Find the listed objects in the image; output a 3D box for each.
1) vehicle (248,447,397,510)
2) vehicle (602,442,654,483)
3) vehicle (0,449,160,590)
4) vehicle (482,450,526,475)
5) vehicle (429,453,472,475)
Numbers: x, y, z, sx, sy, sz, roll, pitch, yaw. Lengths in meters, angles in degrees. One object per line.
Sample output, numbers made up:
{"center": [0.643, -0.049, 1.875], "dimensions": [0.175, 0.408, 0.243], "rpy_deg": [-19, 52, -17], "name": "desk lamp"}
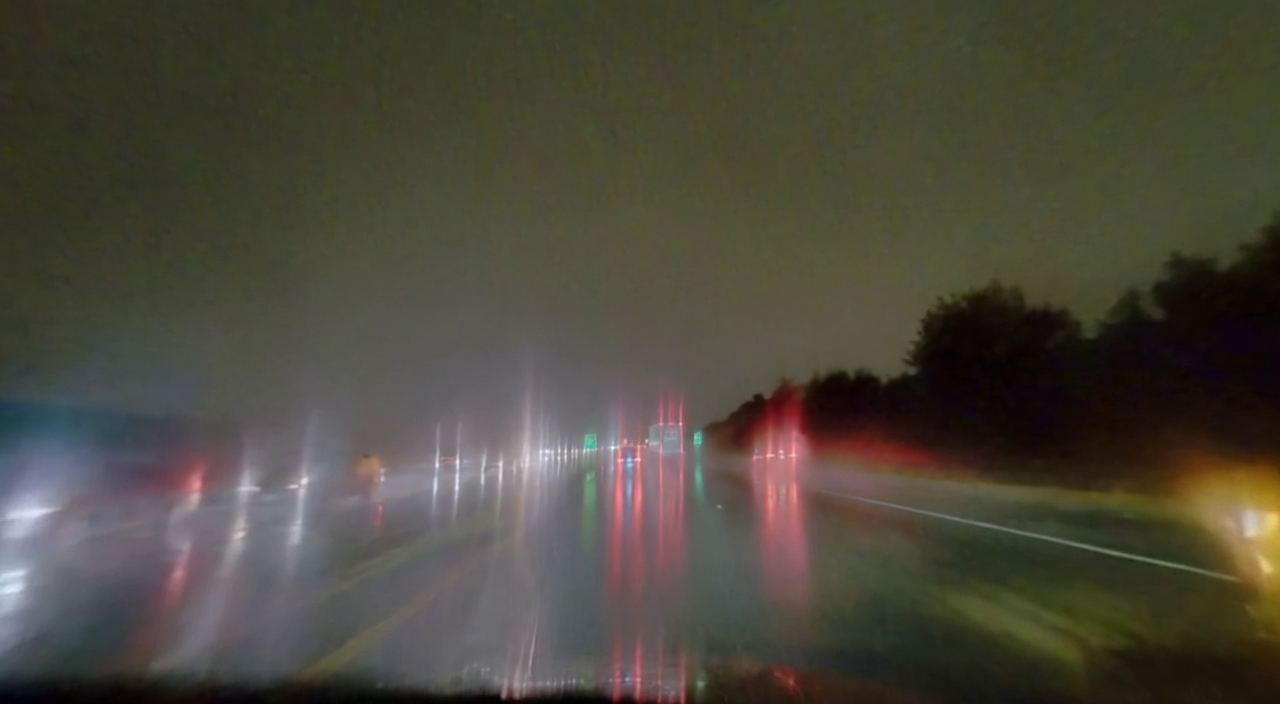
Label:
{"center": [-8.753, 3.480, 17.783], "dimensions": [1.970, 1.549, 4.299], "rpy_deg": [0, -9, 0], "name": "vehicle"}
{"center": [-0.485, 4.543, 26.062], "dimensions": [1.971, 1.518, 4.108], "rpy_deg": [0, -9, -1], "name": "vehicle"}
{"center": [-7.787, 1.799, 6.717], "dimensions": [1.917, 1.483, 4.289], "rpy_deg": [0, -9, -1], "name": "vehicle"}
{"center": [-8.605, 7.008, 39.967], "dimensions": [1.908, 1.499, 4.040], "rpy_deg": [0, -9, -1], "name": "vehicle"}
{"center": [-14.150, 8.378, 47.013], "dimensions": [1.892, 1.533, 4.532], "rpy_deg": [0, -9, -1], "name": "vehicle"}
